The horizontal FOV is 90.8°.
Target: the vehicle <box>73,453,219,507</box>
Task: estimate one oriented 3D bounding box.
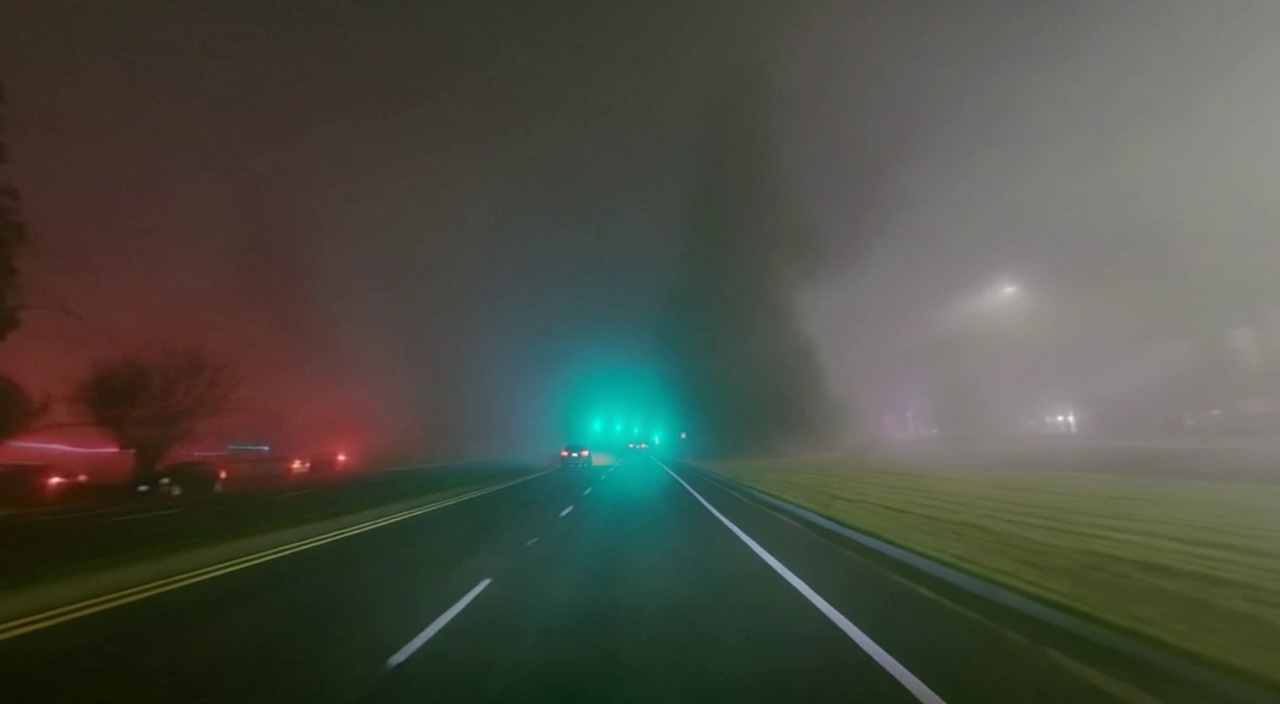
[{"bbox_3d":[-17.623,4.534,22.878,1.900,1.474,4.431,-4,-7,-2],"label":"vehicle"}]

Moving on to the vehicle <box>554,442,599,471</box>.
[{"bbox_3d":[-3.364,5.638,34.192,1.992,1.447,4.044,0,-8,0],"label":"vehicle"}]

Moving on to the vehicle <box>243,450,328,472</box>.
[{"bbox_3d":[-24.991,7.718,44.672,4.743,1.482,2.164,-1,-8,4],"label":"vehicle"}]
